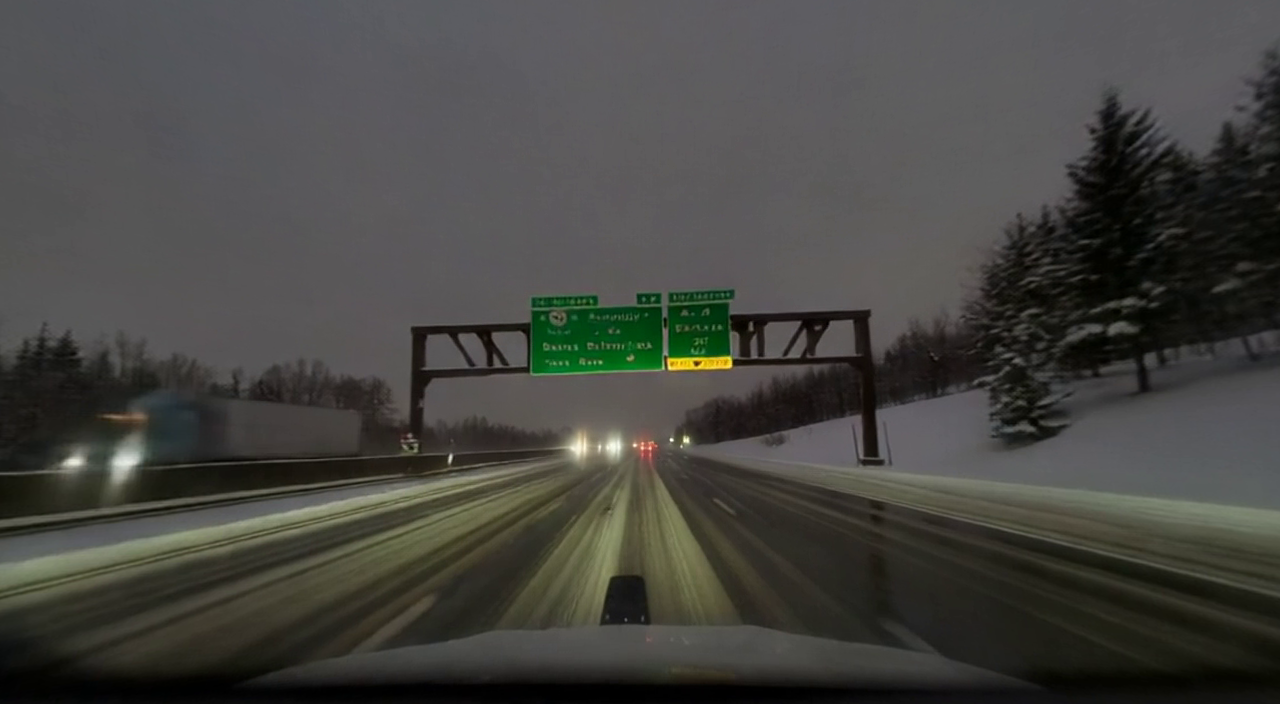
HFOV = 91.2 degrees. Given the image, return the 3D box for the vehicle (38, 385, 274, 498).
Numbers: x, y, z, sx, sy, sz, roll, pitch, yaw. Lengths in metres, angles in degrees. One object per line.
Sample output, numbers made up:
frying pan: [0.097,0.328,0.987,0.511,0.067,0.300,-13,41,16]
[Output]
vehicle: [-20.547,3.977,27.761,3.117,4.122,8.923,0,-9,0]
